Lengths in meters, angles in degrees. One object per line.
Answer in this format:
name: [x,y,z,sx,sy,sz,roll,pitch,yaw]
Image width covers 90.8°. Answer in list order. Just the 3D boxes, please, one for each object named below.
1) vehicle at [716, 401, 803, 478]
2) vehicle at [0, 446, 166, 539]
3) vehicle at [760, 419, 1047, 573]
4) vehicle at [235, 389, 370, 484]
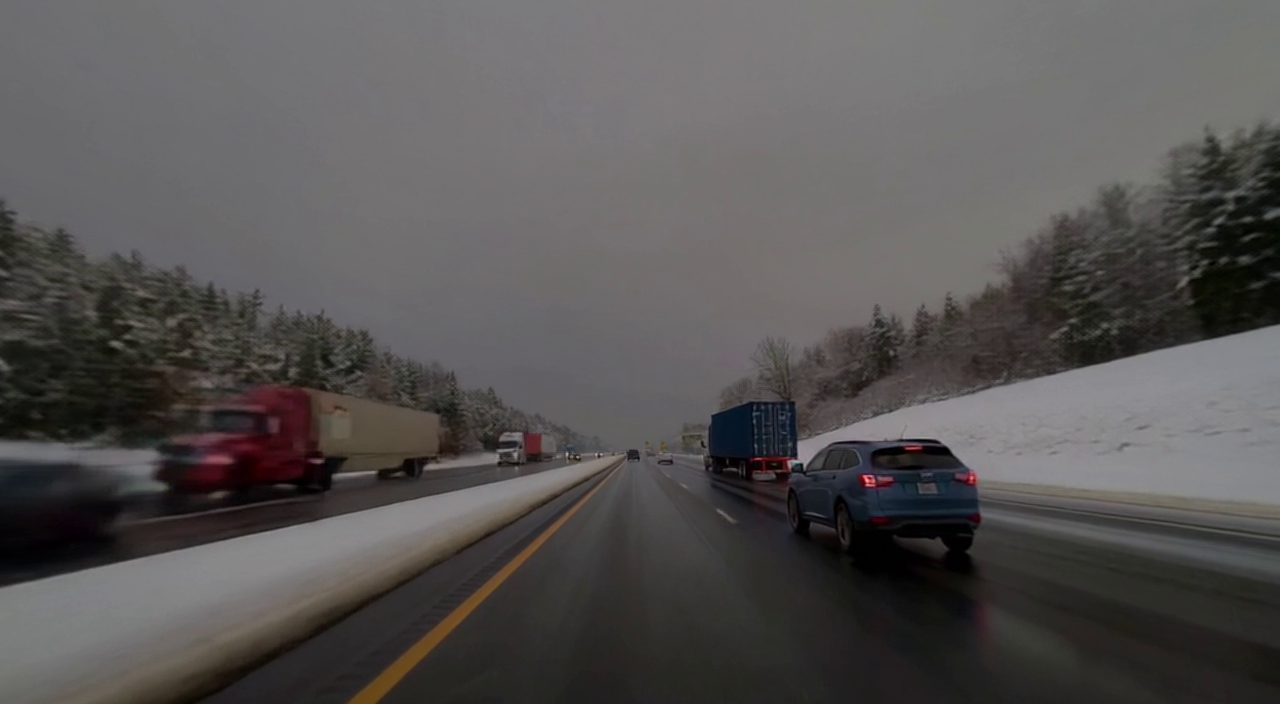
vehicle: [7.238,5.736,40.752,2.882,4.109,13.567,0,-9,0]
vehicle: [-11.107,2.415,11.208,1.879,1.456,4.460,0,-9,0]
vehicle: [3.329,1.932,9.247,2.130,1.658,4.537,0,-9,-1]
vehicle: [-15.600,4.027,29.772,2.982,4.014,5.899,0,-9,-1]
